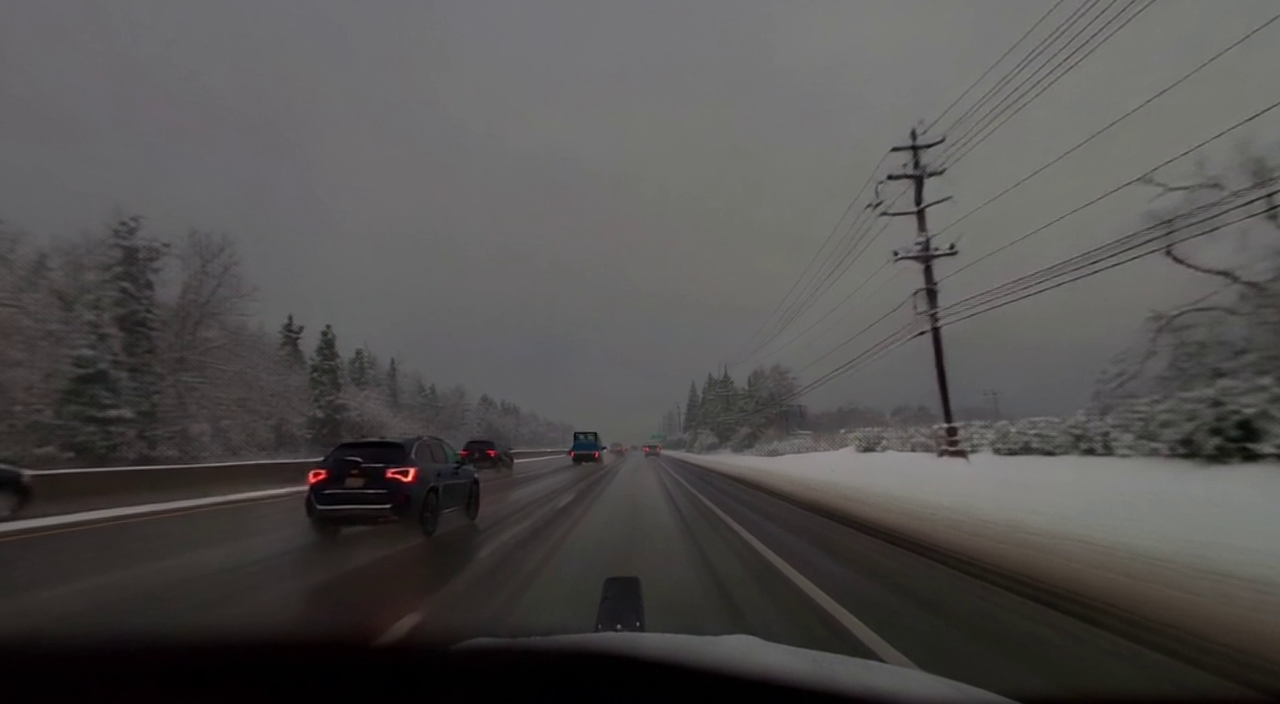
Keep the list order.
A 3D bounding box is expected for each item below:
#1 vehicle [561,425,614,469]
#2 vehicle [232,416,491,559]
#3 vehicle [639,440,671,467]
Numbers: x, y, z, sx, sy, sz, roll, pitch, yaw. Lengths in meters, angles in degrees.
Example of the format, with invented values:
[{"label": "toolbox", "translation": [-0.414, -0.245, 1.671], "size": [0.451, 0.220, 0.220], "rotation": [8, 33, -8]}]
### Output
[{"label": "vehicle", "translation": [-3.643, 6.972, 46.235], "size": [2.915, 2.885, 9.394], "rotation": [0, -9, 1]}, {"label": "vehicle", "translation": [-3.820, 1.930, 9.629], "size": [1.976, 1.688, 4.124], "rotation": [0, -9, 1]}, {"label": "vehicle", "translation": [1.010, 6.843, 42.556], "size": [2.038, 1.677, 4.219], "rotation": [0, -9, 2]}]
